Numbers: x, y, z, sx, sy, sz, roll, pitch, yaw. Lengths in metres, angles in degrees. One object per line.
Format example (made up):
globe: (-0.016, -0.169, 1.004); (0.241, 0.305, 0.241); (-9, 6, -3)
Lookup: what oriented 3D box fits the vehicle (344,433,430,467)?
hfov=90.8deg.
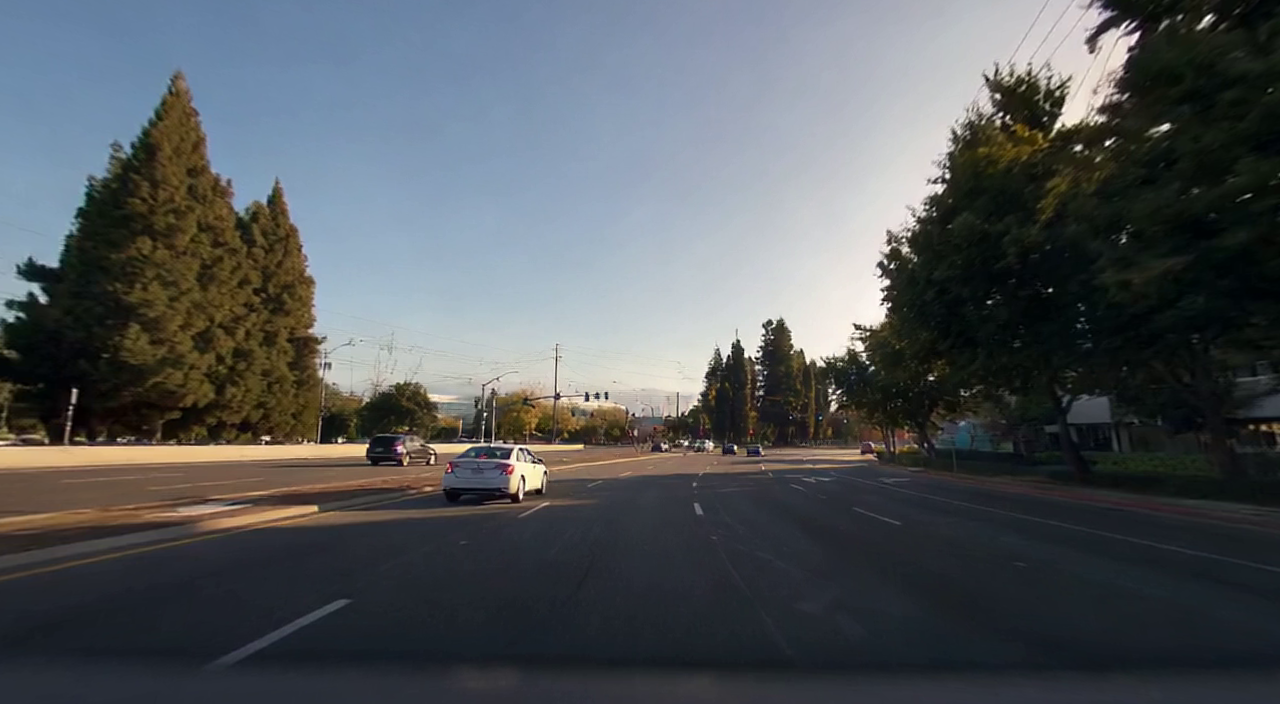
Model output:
vehicle: (-12.053, 4.687, 30.385); (1.984, 1.488, 4.258); (-1, -9, 7)

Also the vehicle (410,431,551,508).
vehicle: (-3.405, 2.605, 14.431); (1.934, 1.463, 4.220); (-1, -9, 3)
